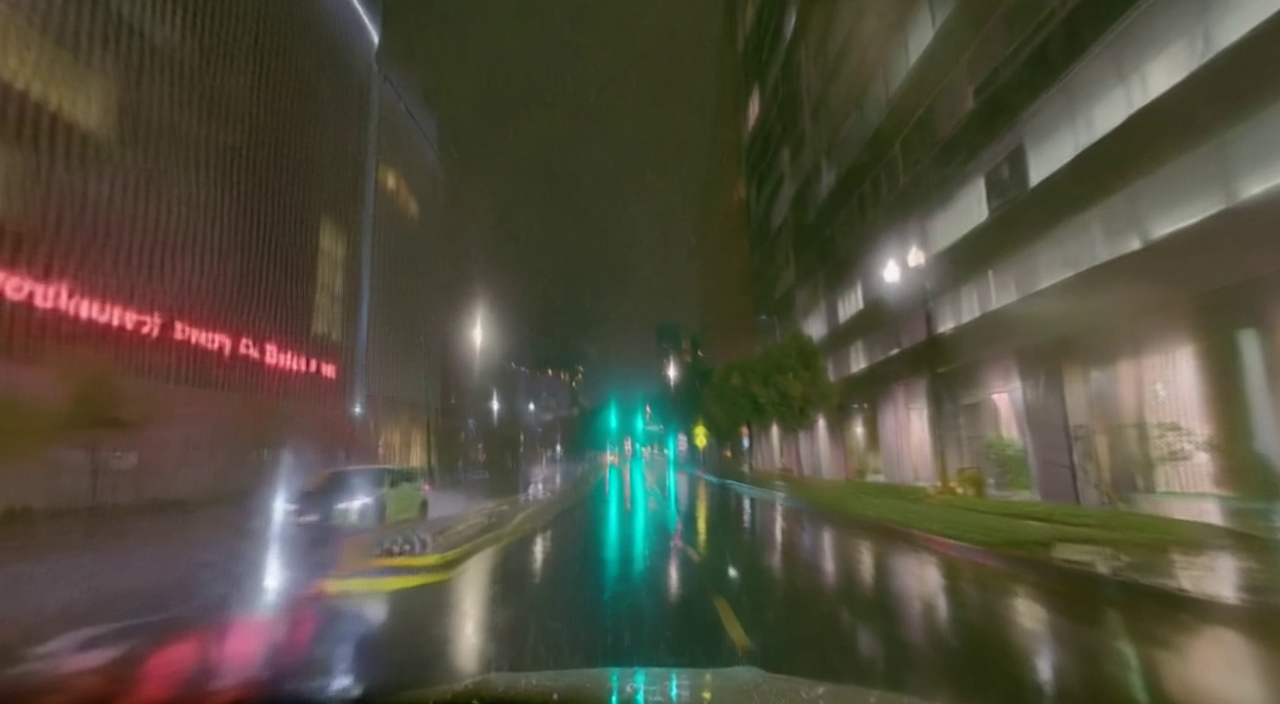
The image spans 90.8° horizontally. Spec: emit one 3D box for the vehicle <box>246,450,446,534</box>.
[{"bbox_3d":[-6.307,3.020,14.376,2.037,1.563,4.754,-1,-9,4],"label":"vehicle"}]
